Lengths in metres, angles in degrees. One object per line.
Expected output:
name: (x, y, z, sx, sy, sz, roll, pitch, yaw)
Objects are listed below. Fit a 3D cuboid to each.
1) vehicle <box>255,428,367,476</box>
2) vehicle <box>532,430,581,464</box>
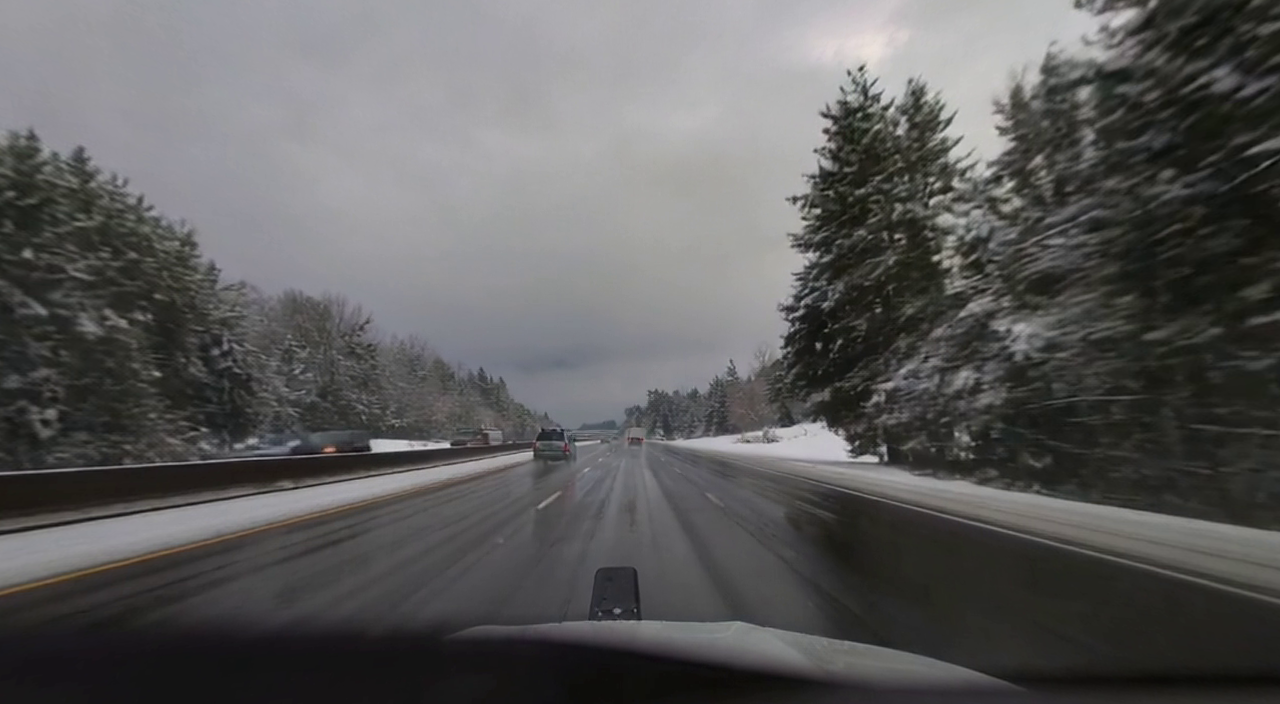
vehicle: (-12.257, 3.734, 23.858, 1.935, 1.645, 4.299, 0, -8, -1)
vehicle: (-4.296, 4.923, 32.883, 2.003, 1.626, 4.256, 0, -8, 0)
